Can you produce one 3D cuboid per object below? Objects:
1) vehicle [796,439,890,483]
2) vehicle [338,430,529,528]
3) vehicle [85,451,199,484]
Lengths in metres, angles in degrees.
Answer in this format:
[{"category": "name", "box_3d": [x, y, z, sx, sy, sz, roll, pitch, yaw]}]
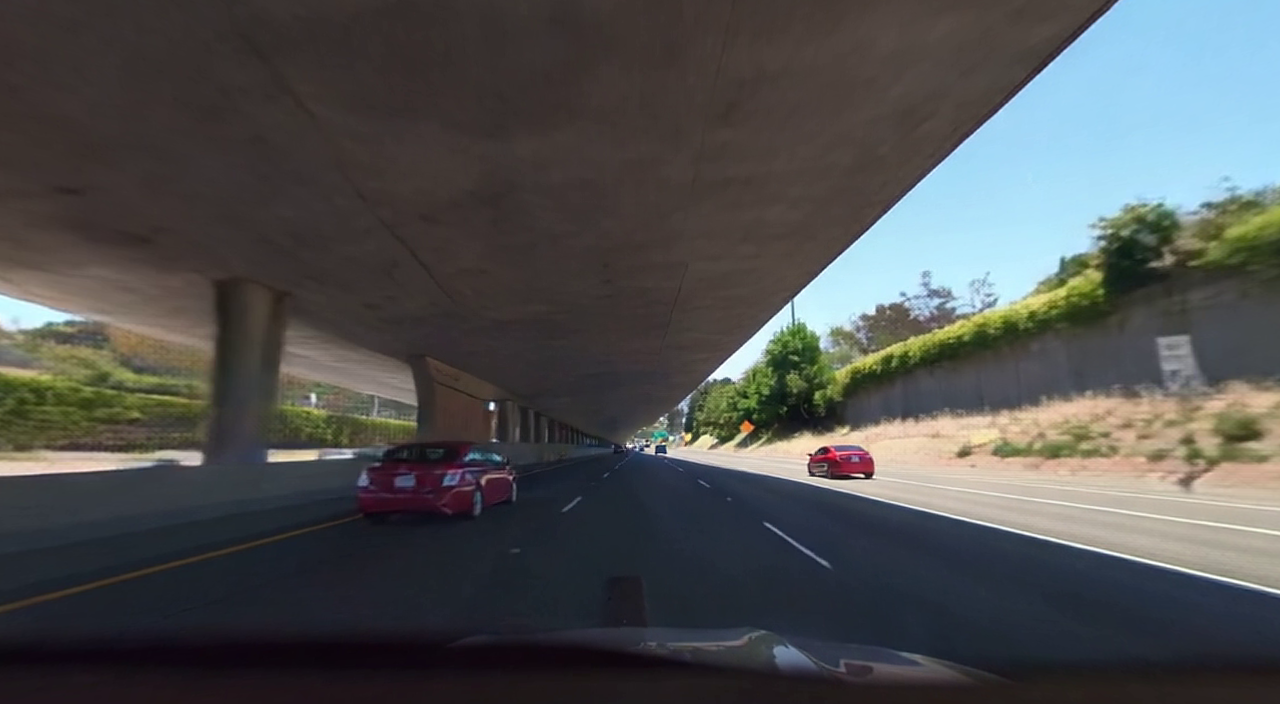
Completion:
[{"category": "vehicle", "box_3d": [7.337, 3.976, 23.350, 1.914, 1.465, 4.574, 0, -8, -1]}, {"category": "vehicle", "box_3d": [-3.710, 2.385, 12.478, 2.085, 1.533, 4.861, 0, -8, 1]}, {"category": "vehicle", "box_3d": [-24.584, 5.674, 31.391, 1.832, 1.476, 4.643, 0, -8, 0]}]
